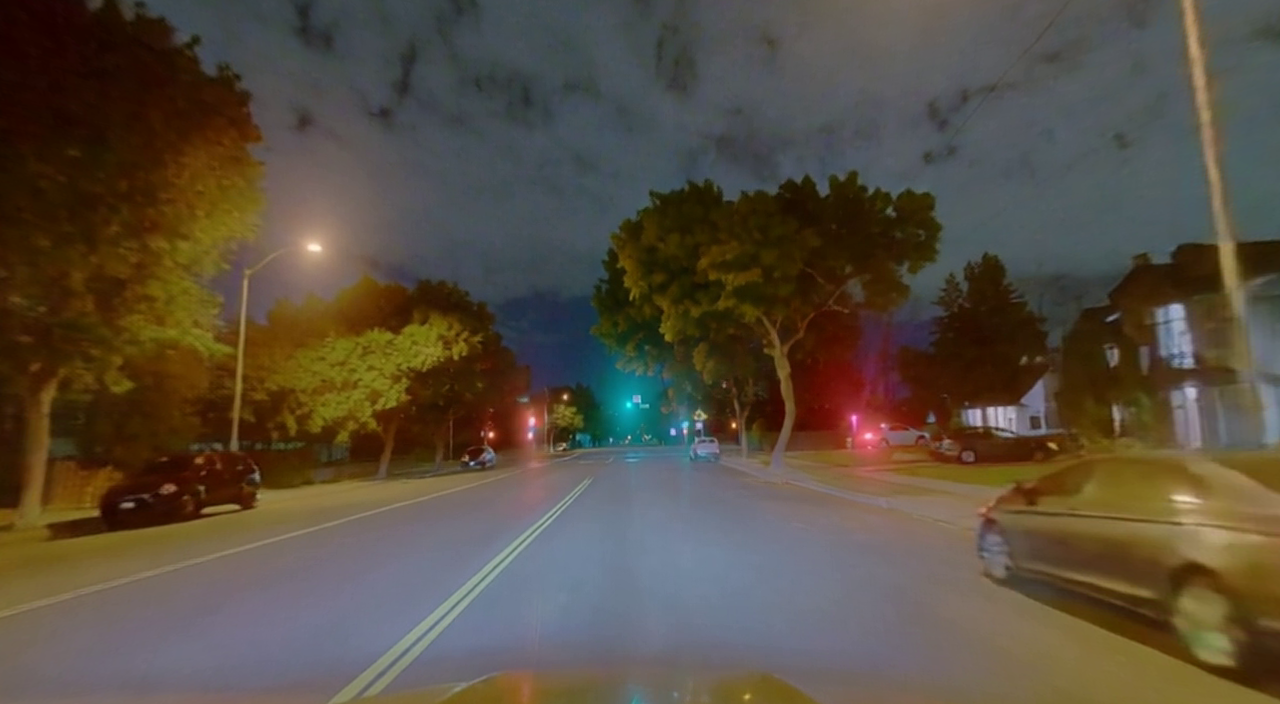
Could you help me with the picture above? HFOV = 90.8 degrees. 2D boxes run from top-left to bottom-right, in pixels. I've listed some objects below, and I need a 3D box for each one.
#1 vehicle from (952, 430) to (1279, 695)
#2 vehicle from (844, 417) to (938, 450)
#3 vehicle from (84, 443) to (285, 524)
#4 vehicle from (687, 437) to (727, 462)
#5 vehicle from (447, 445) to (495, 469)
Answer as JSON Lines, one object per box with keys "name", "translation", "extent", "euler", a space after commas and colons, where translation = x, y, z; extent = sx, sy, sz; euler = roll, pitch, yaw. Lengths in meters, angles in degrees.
{"name": "vehicle", "translation": [4.551, 1.363, 4.919], "extent": [2.063, 1.444, 4.217], "euler": [0, -8, 0]}
{"name": "vehicle", "translation": [14.414, 4.711, 36.414], "extent": [4.500, 1.875, 2.046], "euler": [0, -8, -1]}
{"name": "vehicle", "translation": [-11.385, 3.253, 16.280], "extent": [1.977, 1.753, 4.278], "euler": [0, -8, 0]}
{"name": "vehicle", "translation": [4.305, 6.346, 41.258], "extent": [1.963, 1.477, 4.804], "euler": [0, -8, -1]}
{"name": "vehicle", "translation": [-11.755, 7.312, 44.213], "extent": [2.029, 1.550, 4.562], "euler": [0, -8, 1]}
